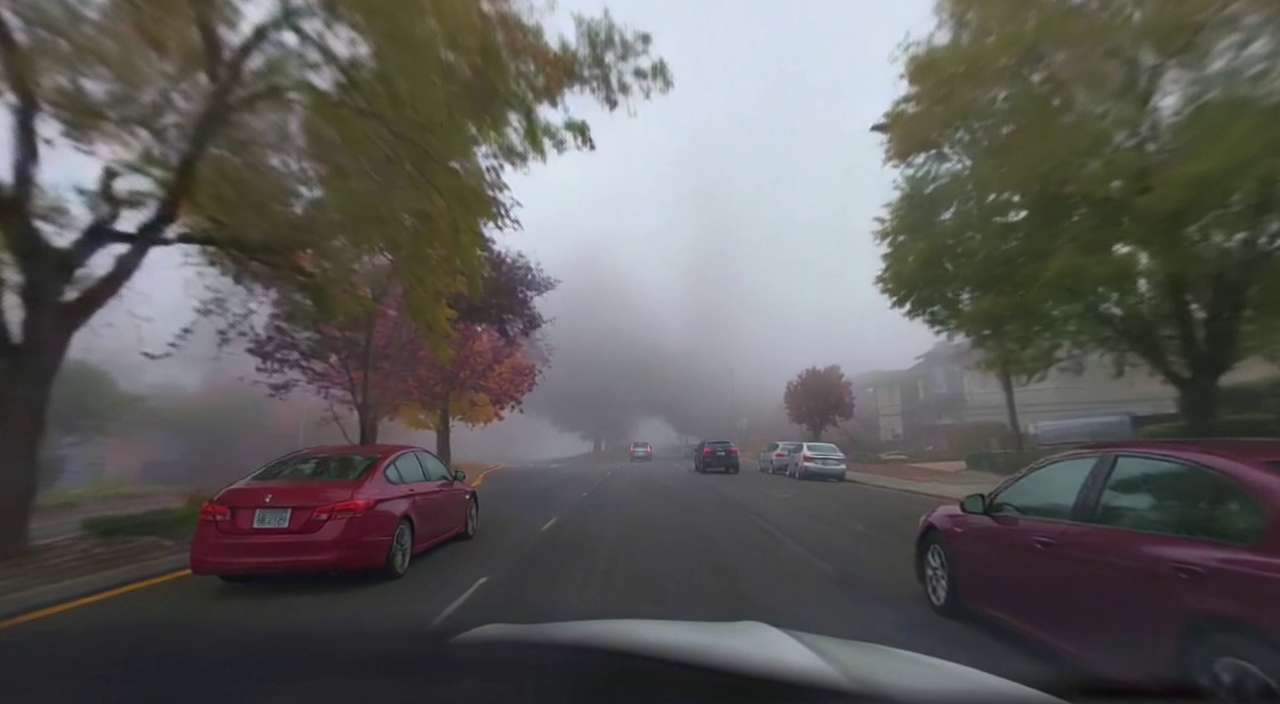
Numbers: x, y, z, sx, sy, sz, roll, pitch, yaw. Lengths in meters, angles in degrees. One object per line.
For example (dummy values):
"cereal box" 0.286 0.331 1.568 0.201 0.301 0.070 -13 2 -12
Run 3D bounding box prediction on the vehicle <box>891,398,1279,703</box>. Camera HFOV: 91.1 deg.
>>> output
"vehicle" 3.207 1.052 3.134 2.060 1.474 4.475 0 -8 0

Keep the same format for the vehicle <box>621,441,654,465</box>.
"vehicle" -0.159 7.213 45.035 2.293 1.662 4.262 0 -8 0

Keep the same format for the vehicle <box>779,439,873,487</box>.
"vehicle" 7.029 4.240 24.366 2.114 1.628 4.932 0 -8 0

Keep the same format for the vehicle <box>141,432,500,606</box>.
"vehicle" -3.272 1.782 7.746 1.997 1.479 4.547 0 -8 0

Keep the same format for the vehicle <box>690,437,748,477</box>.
"vehicle" 3.520 4.809 28.932 2.019 1.675 4.488 0 -8 -1
